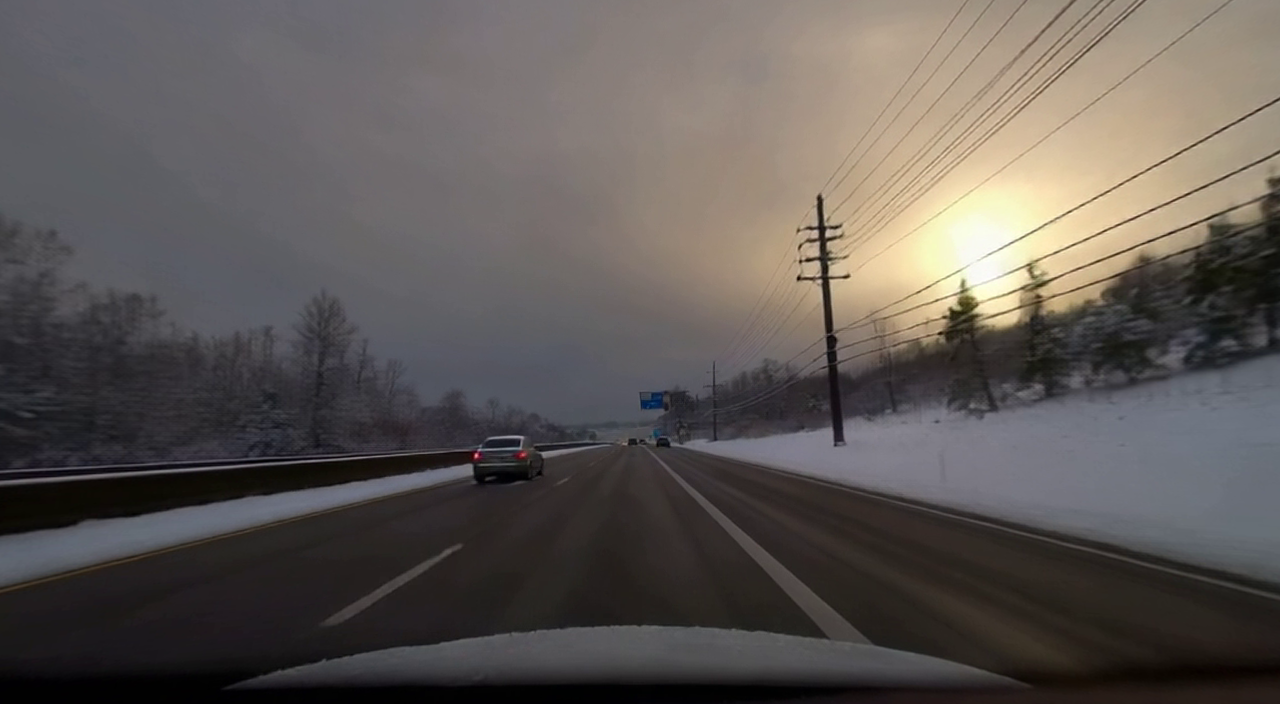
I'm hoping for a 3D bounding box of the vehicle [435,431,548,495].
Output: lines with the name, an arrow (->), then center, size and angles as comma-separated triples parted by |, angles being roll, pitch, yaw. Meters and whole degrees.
vehicle -> -3.978, 3.061, 17.836 | 2.016, 1.543, 4.870 | 0, -8, 0
